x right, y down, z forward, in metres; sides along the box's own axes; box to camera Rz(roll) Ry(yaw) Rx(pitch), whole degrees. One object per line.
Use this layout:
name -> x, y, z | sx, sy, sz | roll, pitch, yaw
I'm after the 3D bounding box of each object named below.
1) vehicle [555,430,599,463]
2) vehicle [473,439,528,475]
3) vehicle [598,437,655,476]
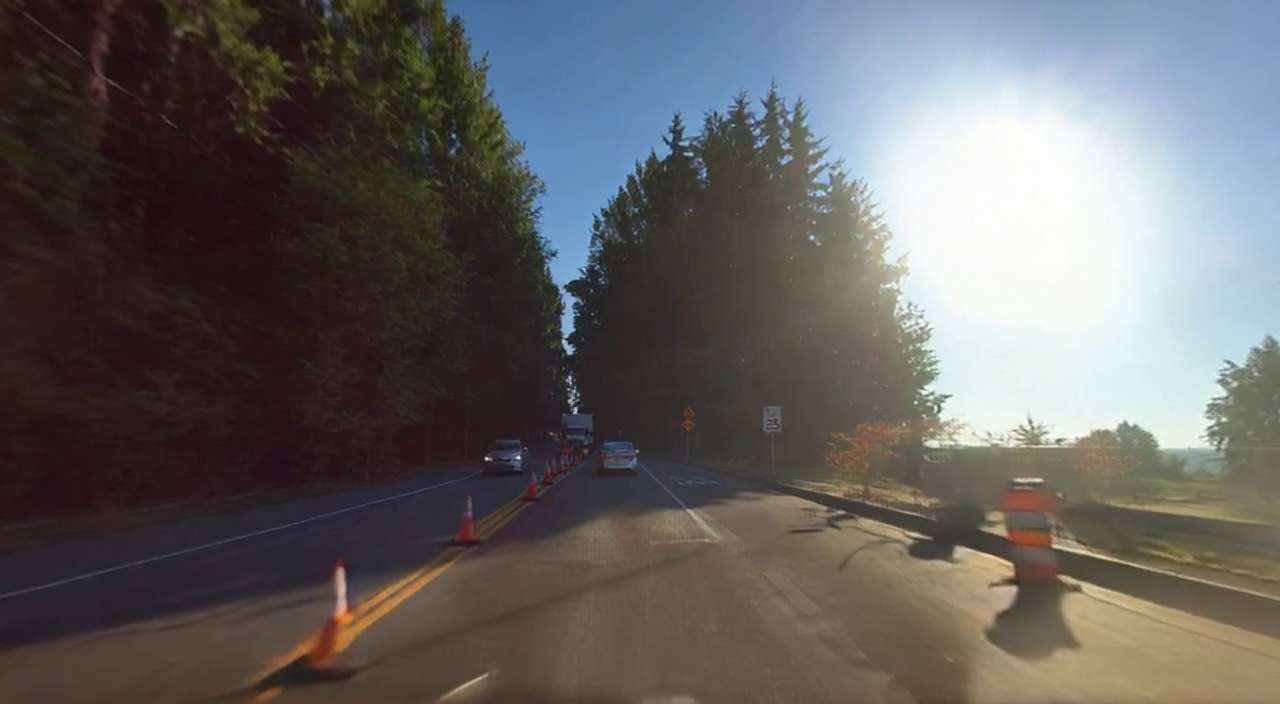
vehicle -> -4.281, 6.358, 42.647 | 2.671, 2.053, 6.074 | 1, -9, -6
vehicle -> -6.287, 4.779, 28.963 | 2.019, 1.492, 4.091 | 1, -8, -6
vehicle -> -0.574, 4.298, 26.277 | 2.186, 1.463, 4.356 | 0, -8, -2
